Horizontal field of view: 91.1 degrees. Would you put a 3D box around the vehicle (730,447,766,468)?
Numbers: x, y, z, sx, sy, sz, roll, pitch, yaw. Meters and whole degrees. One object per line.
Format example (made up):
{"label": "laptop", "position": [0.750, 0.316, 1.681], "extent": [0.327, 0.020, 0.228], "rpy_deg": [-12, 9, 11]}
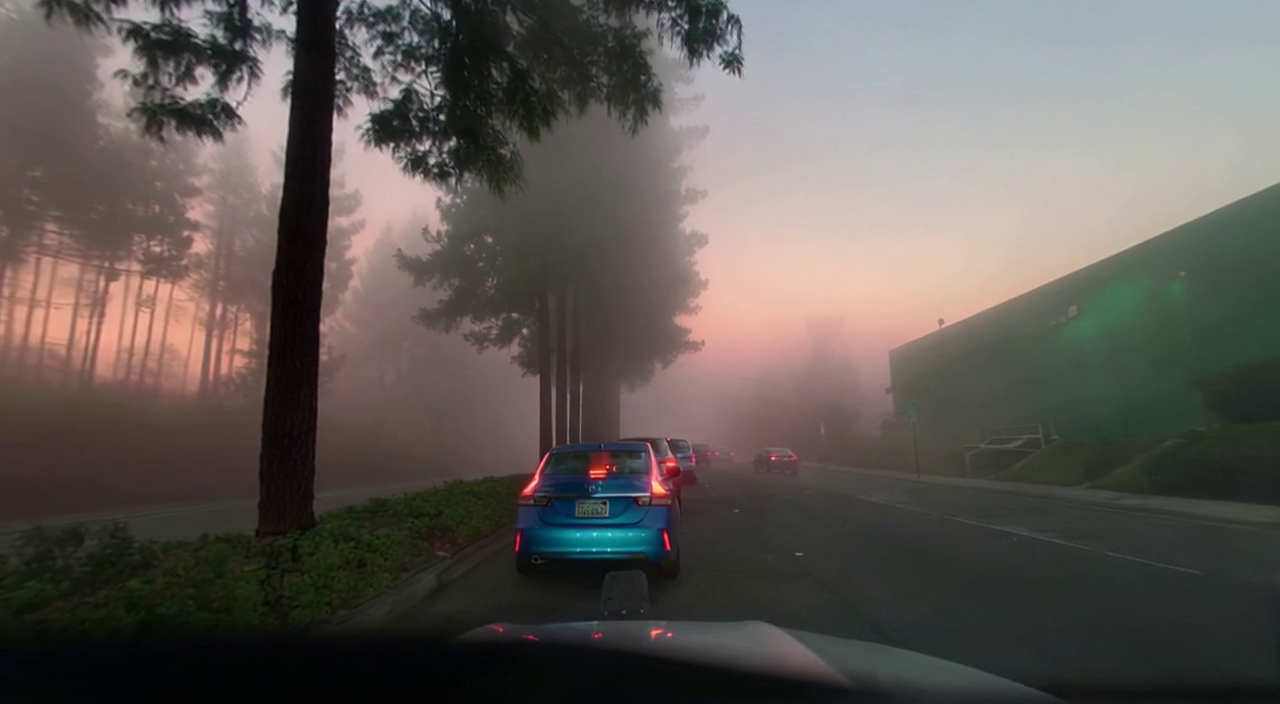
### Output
{"label": "vehicle", "position": [8.088, 7.926, 47.449], "extent": [1.887, 1.516, 4.419], "rpy_deg": [0, -9, 0]}

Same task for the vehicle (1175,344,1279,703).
{"label": "vehicle", "position": [3.414, 0.542, 0.686], "extent": [1.946, 1.648, 4.230], "rpy_deg": [0, -8, 1]}

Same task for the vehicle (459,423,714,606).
{"label": "vehicle", "position": [-0.460, 1.651, 7.296], "extent": [2.111, 1.506, 4.018], "rpy_deg": [0, -8, 0]}

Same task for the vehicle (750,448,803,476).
{"label": "vehicle", "position": [7.165, 5.791, 33.280], "extent": [1.909, 1.380, 3.905], "rpy_deg": [0, -8, 0]}
